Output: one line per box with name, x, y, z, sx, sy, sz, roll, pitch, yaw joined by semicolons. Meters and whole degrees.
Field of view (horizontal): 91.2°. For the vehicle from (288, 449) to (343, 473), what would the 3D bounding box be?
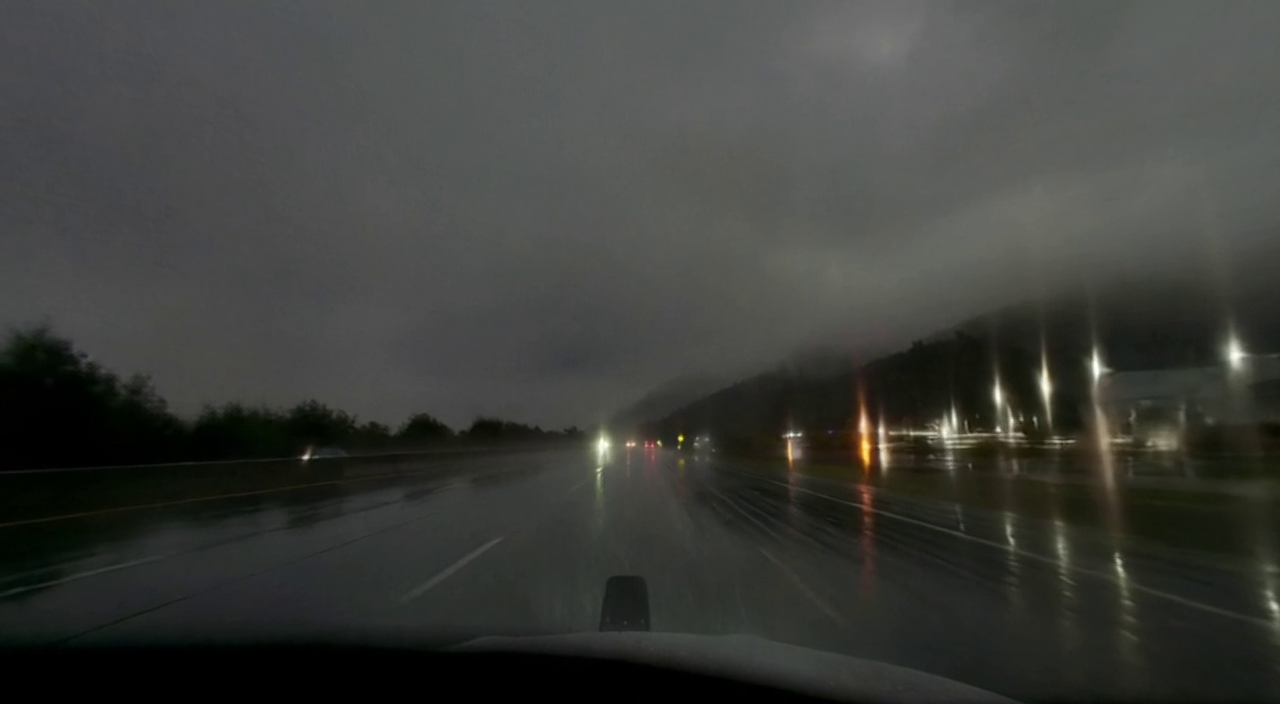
vehicle;-23.340;7.809;45.291;1.812;1.617;3.816;0;-8;0
